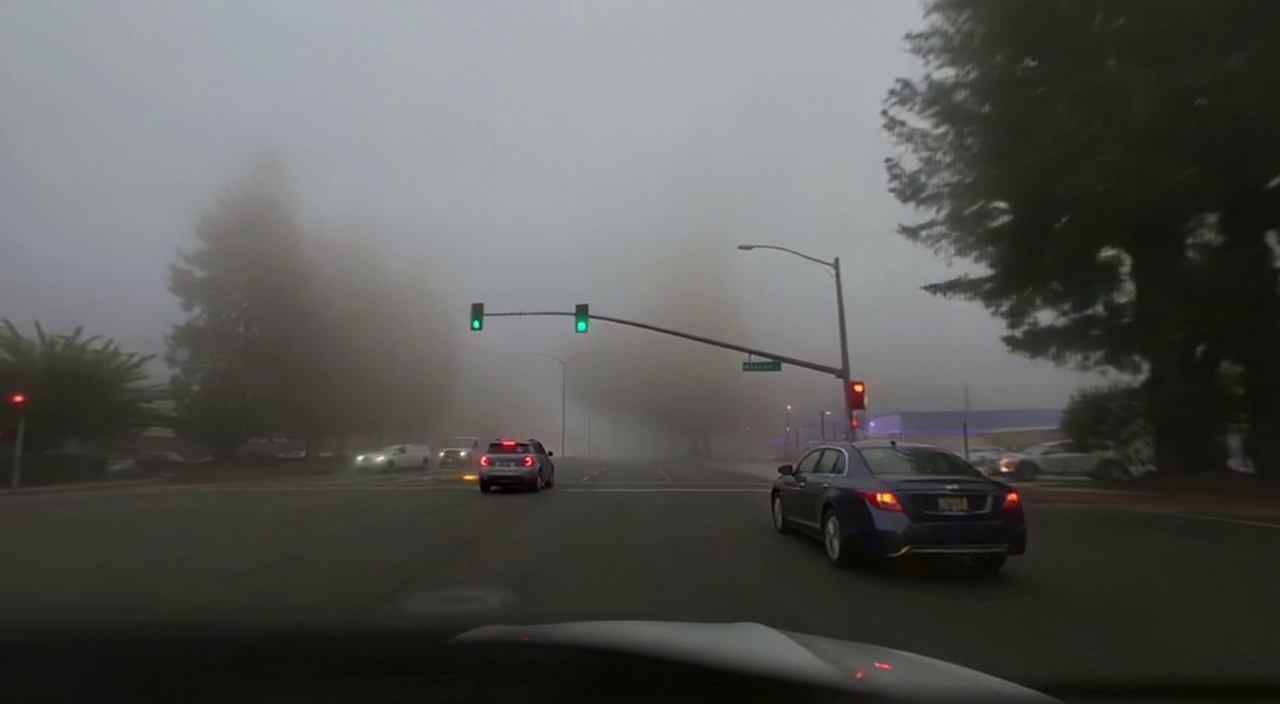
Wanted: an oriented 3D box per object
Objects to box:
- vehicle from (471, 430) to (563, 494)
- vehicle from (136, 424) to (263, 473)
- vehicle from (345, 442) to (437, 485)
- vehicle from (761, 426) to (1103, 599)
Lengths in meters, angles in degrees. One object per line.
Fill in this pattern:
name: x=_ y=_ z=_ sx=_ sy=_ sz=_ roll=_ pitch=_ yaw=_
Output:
vehicle: x=-3.782 y=3.482 z=20.270 sx=1.997 sy=1.806 sz=4.500 roll=0 pitch=-9 yaw=0
vehicle: x=-34.491 y=7.599 z=49.728 sx=7.384 sy=3.665 sz=3.220 roll=0 pitch=-8 yaw=-1
vehicle: x=-10.181 y=4.560 z=26.238 sx=1.942 sy=1.576 sz=4.567 roll=-1 pitch=-9 yaw=0
vehicle: x=3.063 y=1.785 z=8.060 sx=1.975 sy=1.502 sz=4.787 roll=0 pitch=-9 yaw=-2
